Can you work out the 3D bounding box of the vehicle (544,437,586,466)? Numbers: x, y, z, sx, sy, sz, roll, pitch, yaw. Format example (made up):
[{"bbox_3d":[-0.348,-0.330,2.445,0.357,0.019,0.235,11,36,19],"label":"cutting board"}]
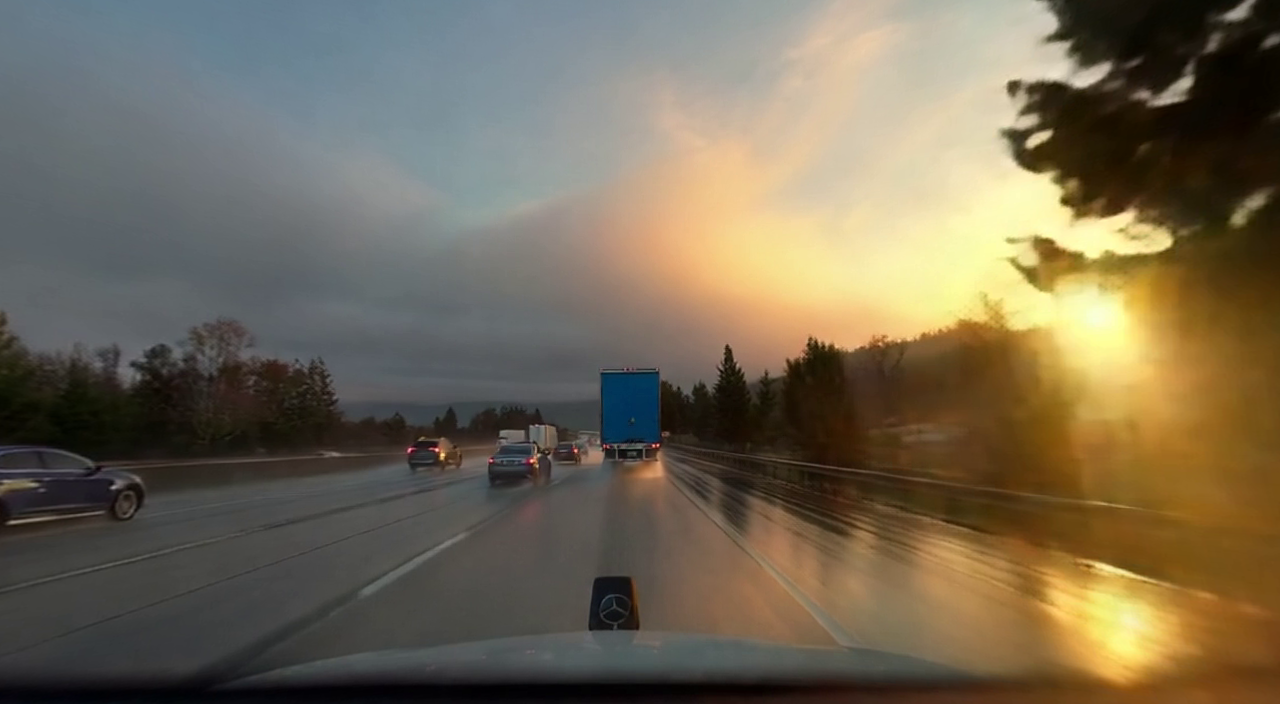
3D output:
[{"bbox_3d":[-4.597,6.150,39.171,2.158,1.680,4.087,0,-8,0],"label":"vehicle"}]

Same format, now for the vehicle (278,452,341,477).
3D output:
[{"bbox_3d":[-21.332,7.242,40.834,1.745,1.444,4.404,-1,-8,0],"label":"vehicle"}]

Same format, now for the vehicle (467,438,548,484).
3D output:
[{"bbox_3d":[-4.864,4.046,23.714,2.164,1.582,3.979,0,-8,0],"label":"vehicle"}]

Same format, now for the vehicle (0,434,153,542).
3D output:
[{"bbox_3d":[-10.048,2.007,9.431,1.899,1.517,4.554,0,-8,-1],"label":"vehicle"}]

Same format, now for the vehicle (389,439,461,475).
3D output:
[{"bbox_3d":[-10.262,4.999,30.370,1.952,1.590,4.090,0,-8,1],"label":"vehicle"}]

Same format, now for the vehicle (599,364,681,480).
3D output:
[{"bbox_3d":[-0.223,3.254,27.847,2.913,4.113,10.724,0,-8,-2],"label":"vehicle"}]
